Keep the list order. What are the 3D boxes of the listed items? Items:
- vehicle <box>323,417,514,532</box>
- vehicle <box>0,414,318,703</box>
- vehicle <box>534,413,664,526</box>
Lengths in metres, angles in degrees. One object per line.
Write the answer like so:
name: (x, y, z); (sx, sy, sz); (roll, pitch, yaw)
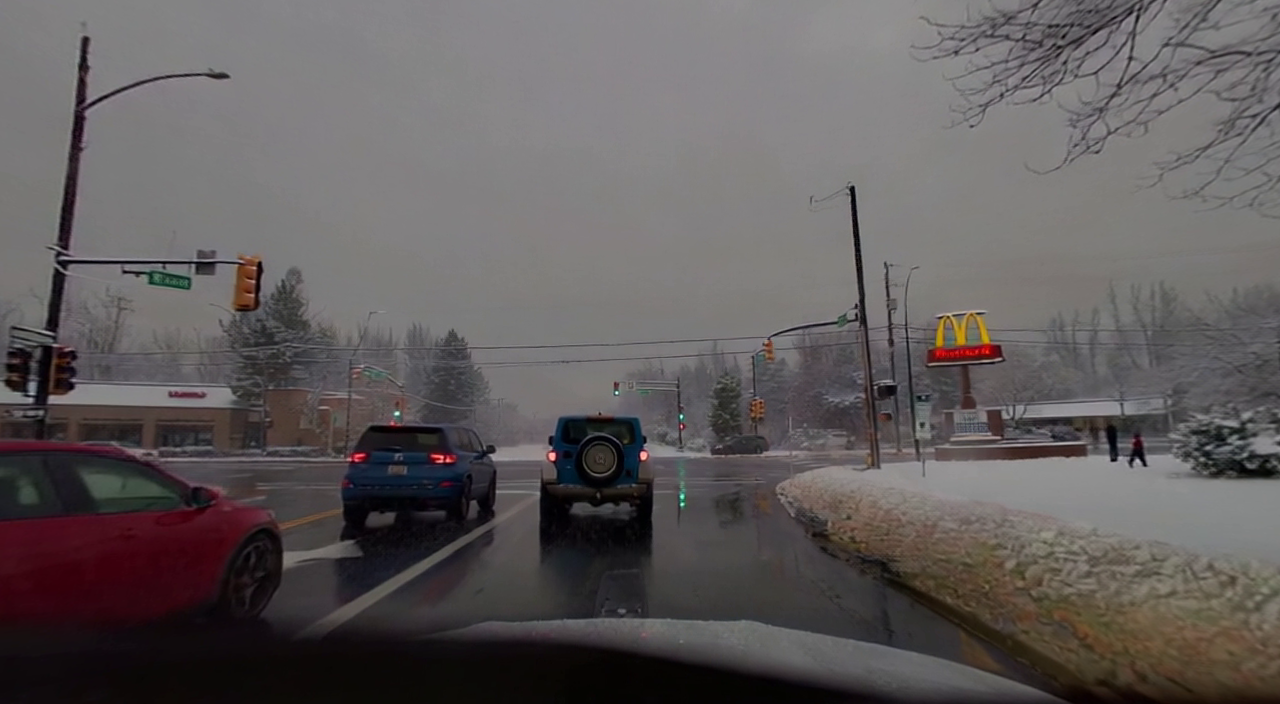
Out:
vehicle: (-3.987, 2.283, 12.378); (2.130, 1.819, 4.497); (0, -8, -1)
vehicle: (-3.910, 1.110, 3.437); (1.941, 1.479, 4.541); (0, -8, -1)
vehicle: (-0.781, 2.369, 13.260); (2.224, 1.923, 4.643); (0, -8, -2)
